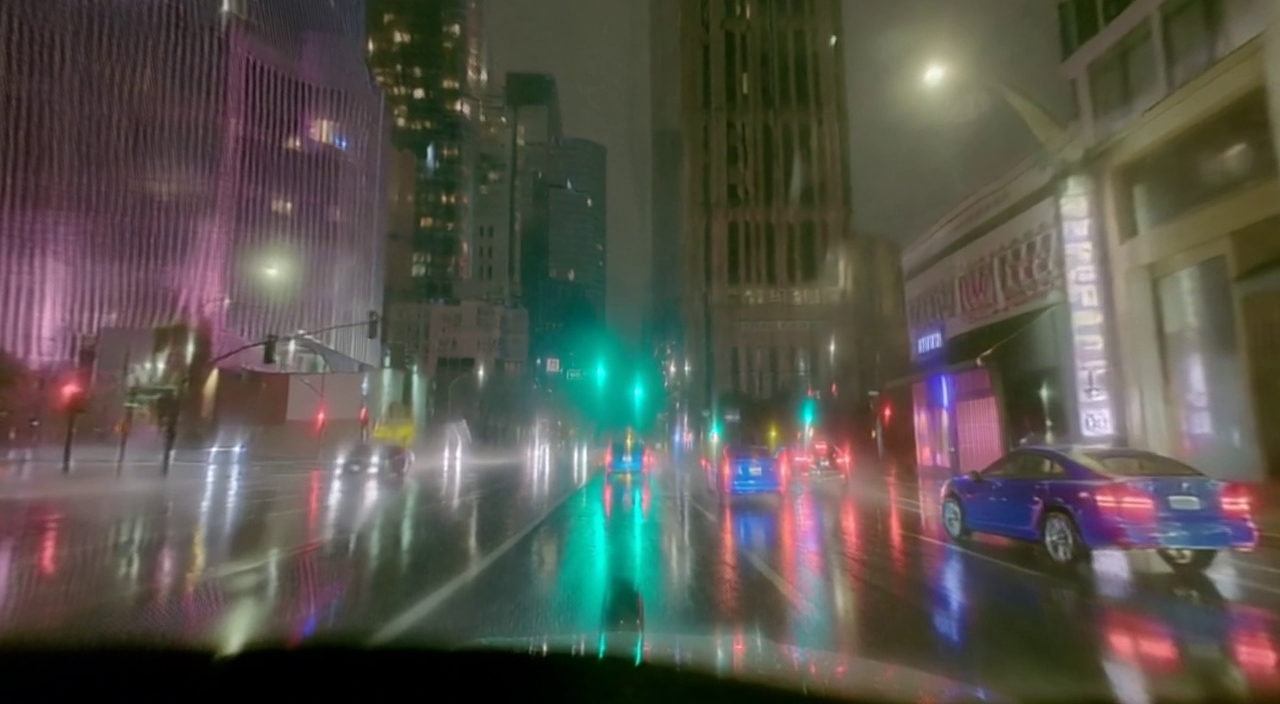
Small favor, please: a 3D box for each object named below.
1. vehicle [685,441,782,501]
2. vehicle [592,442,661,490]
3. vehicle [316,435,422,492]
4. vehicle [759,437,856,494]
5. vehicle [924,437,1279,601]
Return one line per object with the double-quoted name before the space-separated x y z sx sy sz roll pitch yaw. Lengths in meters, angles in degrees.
"vehicle" 2.521 3.351 18.190 1.987 1.484 4.427 0 -9 -2
"vehicle" -0.440 3.788 21.337 2.096 1.457 4.160 0 -9 -1
"vehicle" -9.495 3.925 22.575 1.827 1.787 4.474 0 -9 -1
"vehicle" 5.677 3.897 22.036 2.015 1.745 4.444 0 -9 -2
"vehicle" 5.793 1.899 8.211 1.914 1.484 4.639 0 -9 -2
